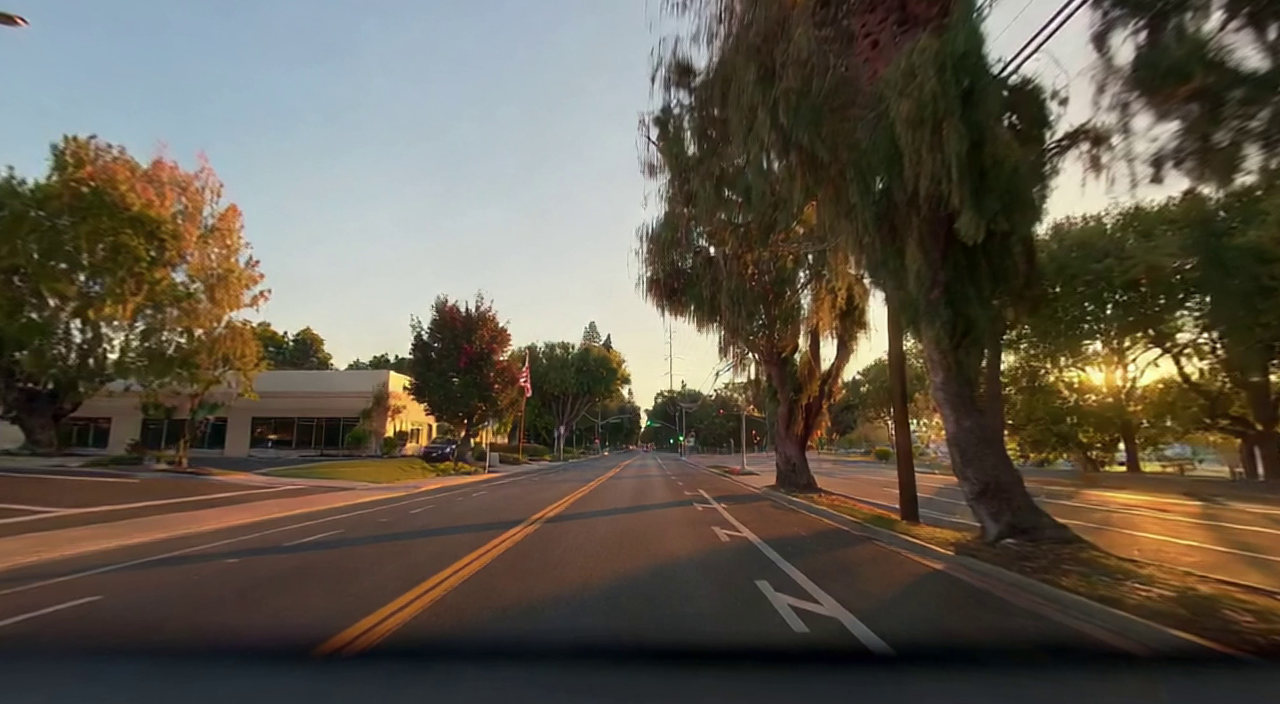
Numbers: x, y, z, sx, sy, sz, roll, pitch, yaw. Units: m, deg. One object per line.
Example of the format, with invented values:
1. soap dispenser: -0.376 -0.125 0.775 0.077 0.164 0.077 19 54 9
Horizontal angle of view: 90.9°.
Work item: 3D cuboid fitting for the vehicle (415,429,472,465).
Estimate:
1. vehicle: -13.067 6.356 42.262 2.476 2.256 5.686 0 -8 -5
